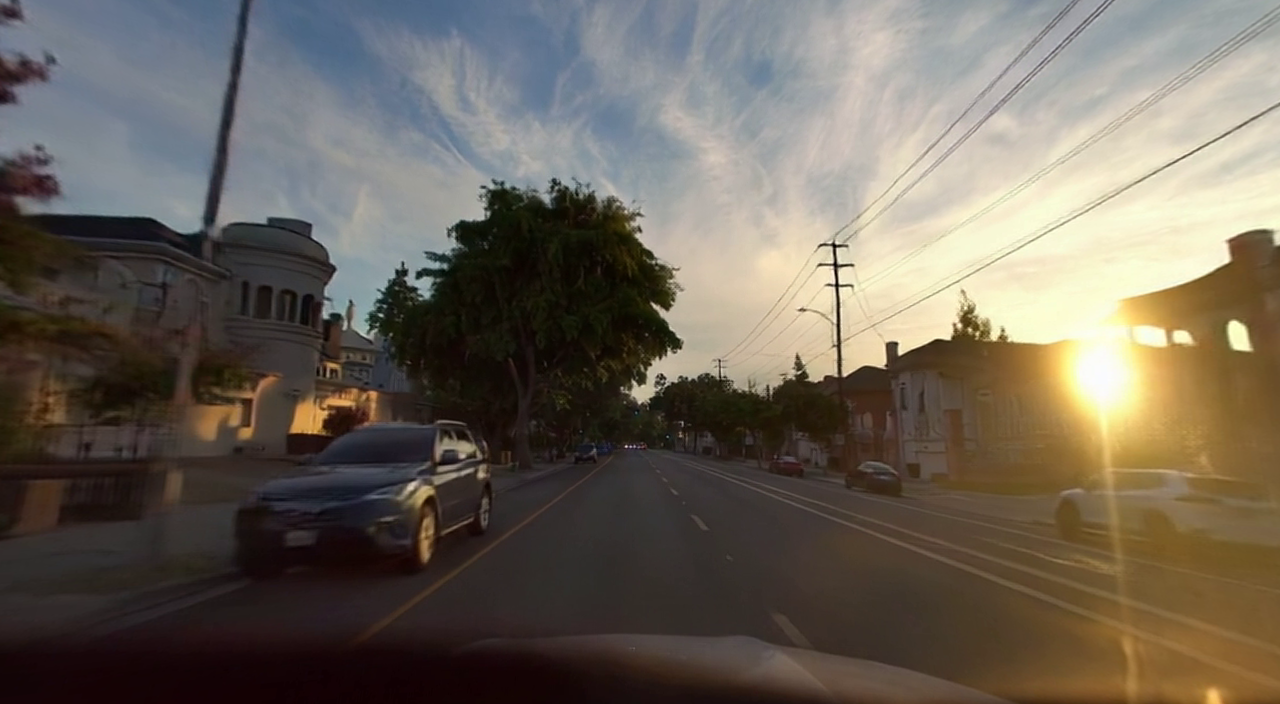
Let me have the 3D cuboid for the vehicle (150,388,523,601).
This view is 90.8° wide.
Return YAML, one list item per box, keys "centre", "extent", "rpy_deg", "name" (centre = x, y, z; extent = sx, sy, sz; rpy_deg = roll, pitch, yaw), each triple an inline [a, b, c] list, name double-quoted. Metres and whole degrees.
- centre: [-3.285, 1.711, 8.593]
  extent: [2.290, 1.924, 5.536]
  rpy_deg: [0, -9, 0]
  name: "vehicle"

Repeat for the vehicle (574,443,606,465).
- centre: [-3.622, 7.525, 46.769]
  extent: [2.021, 1.475, 4.523]
  rpy_deg: [0, -9, 0]
  name: "vehicle"

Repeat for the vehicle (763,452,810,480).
- centre: [9.464, 7.374, 41.147]
  extent: [1.930, 1.456, 4.511]
  rpy_deg: [8, -9, 2]
  name: "vehicle"

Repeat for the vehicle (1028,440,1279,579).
- centre: [9.610, 2.711, 11.448]
  extent: [2.156, 1.882, 4.790]
  rpy_deg: [8, -9, 1]
  name: "vehicle"

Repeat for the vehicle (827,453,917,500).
- centre: [9.607, 5.152, 26.614]
  extent: [1.977, 1.495, 4.800]
  rpy_deg: [8, -9, 1]
  name: "vehicle"
